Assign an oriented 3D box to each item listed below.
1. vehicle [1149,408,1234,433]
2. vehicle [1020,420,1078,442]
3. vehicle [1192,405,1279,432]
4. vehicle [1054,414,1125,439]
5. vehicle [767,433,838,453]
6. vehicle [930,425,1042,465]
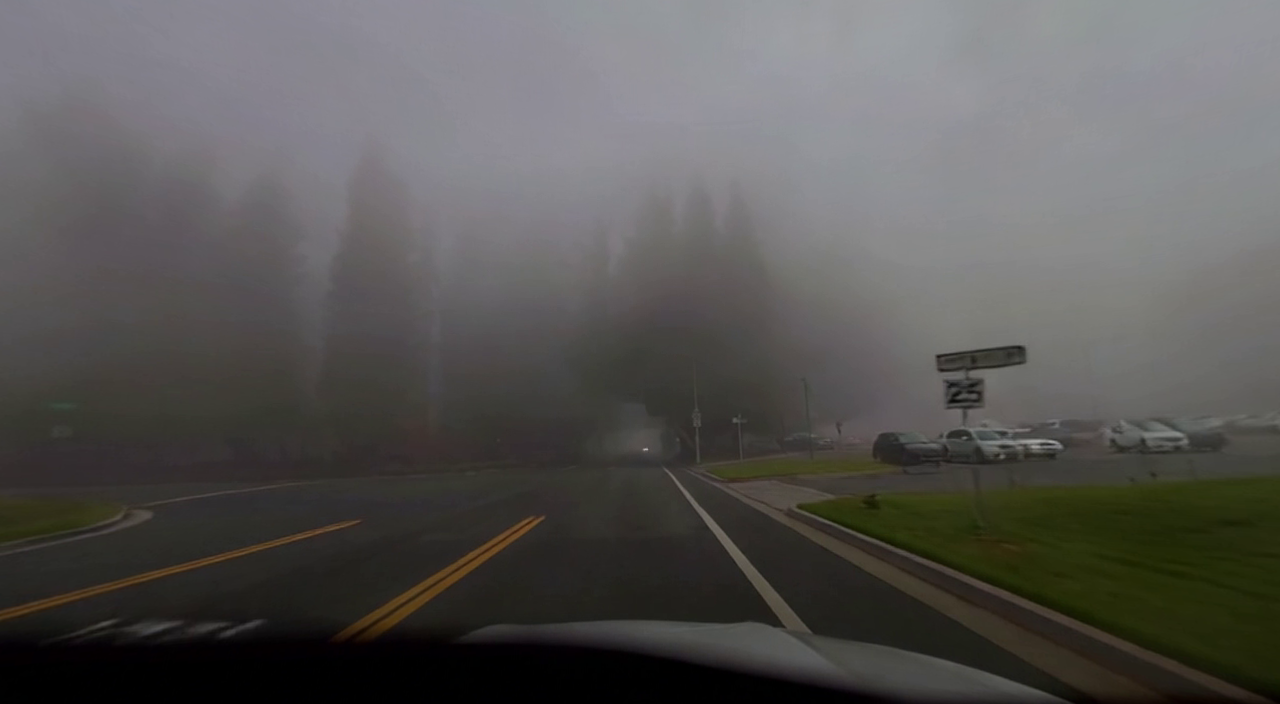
[{"bbox_3d":[40.537,5.115,46.470,1.932,1.631,4.750,0,-9,0],"label":"vehicle"},{"bbox_3d":[29.810,5.821,46.070,1.740,1.466,3.900,0,-8,2],"label":"vehicle"},{"bbox_3d":[43.246,4.884,45.912,1.791,1.739,4.750,0,-8,0],"label":"vehicle"},{"bbox_3d":[32.551,5.482,45.778,1.898,1.689,4.375,0,-8,-1],"label":"vehicle"},{"bbox_3d":[12.645,7.108,49.246,4.955,1.489,2.002,0,-8,2],"label":"vehicle"},{"bbox_3d":[13.722,3.748,25.366,1.927,1.464,4.644,0,-8,1],"label":"vehicle"}]
